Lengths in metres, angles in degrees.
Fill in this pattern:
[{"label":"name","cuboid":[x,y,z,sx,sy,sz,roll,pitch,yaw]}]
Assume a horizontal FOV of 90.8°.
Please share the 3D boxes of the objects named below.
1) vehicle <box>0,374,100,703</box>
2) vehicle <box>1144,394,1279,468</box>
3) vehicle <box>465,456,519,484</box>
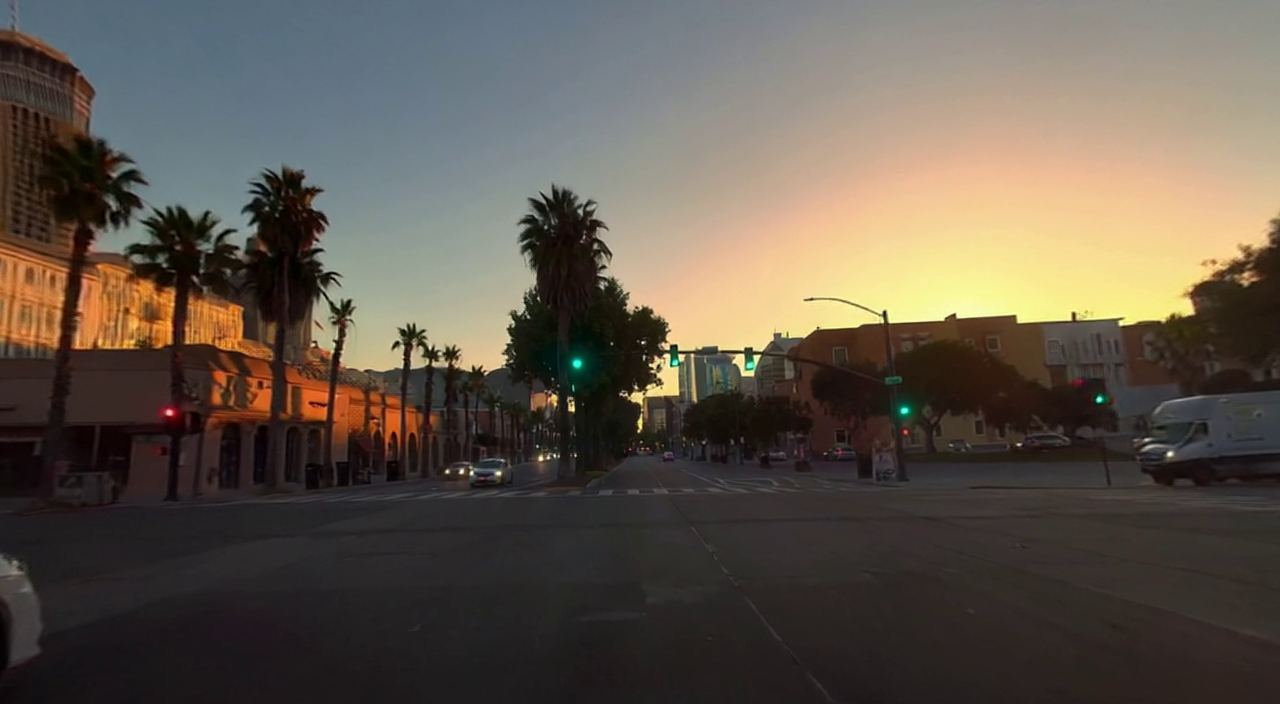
[{"label":"vehicle","cuboid":[-3.873,0.676,1.059,2.026,1.723,4.832,1,-9,-6]},{"label":"vehicle","cuboid":[32.767,4.284,33.720,2.863,3.609,10.252,0,-9,-3]},{"label":"vehicle","cuboid":[-8.735,6.984,37.608,2.095,1.482,4.523,0,-9,0]}]
